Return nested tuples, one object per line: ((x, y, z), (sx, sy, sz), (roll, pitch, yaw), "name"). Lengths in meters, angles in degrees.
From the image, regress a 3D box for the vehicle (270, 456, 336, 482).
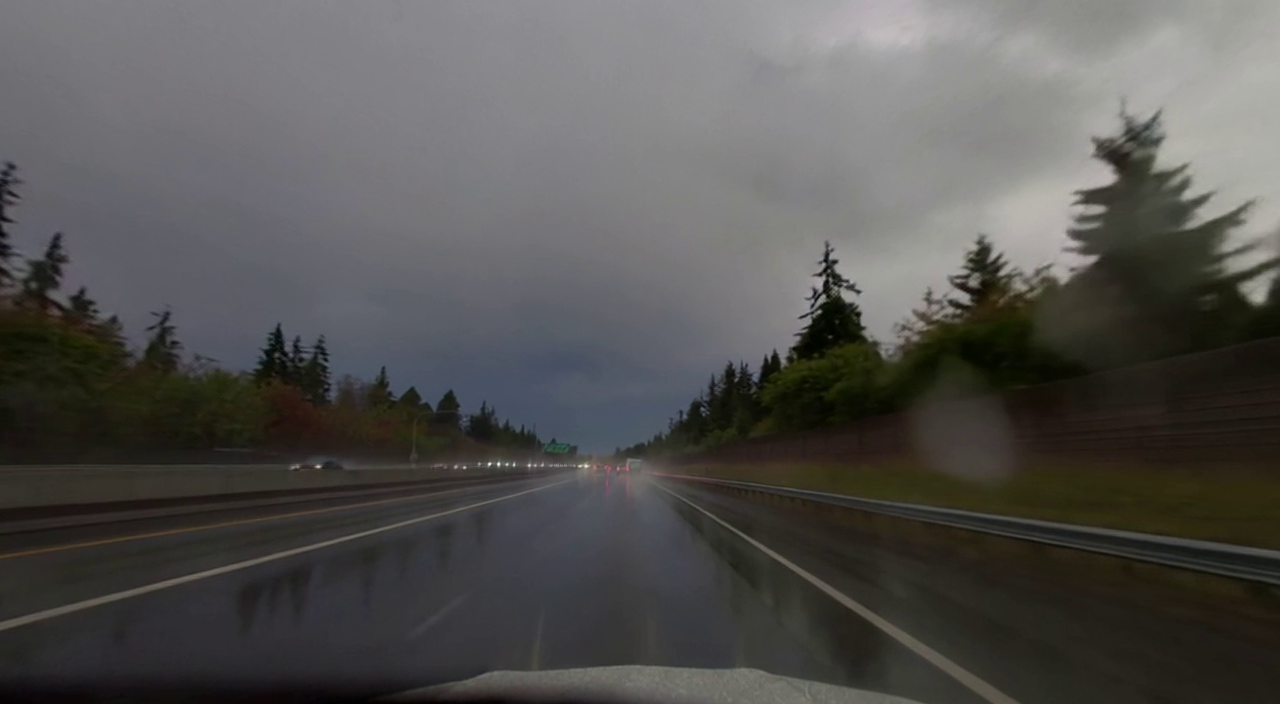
((-20.961, 7.334, 39.395), (1.799, 1.489, 4.248), (1, -10, -1), "vehicle")
